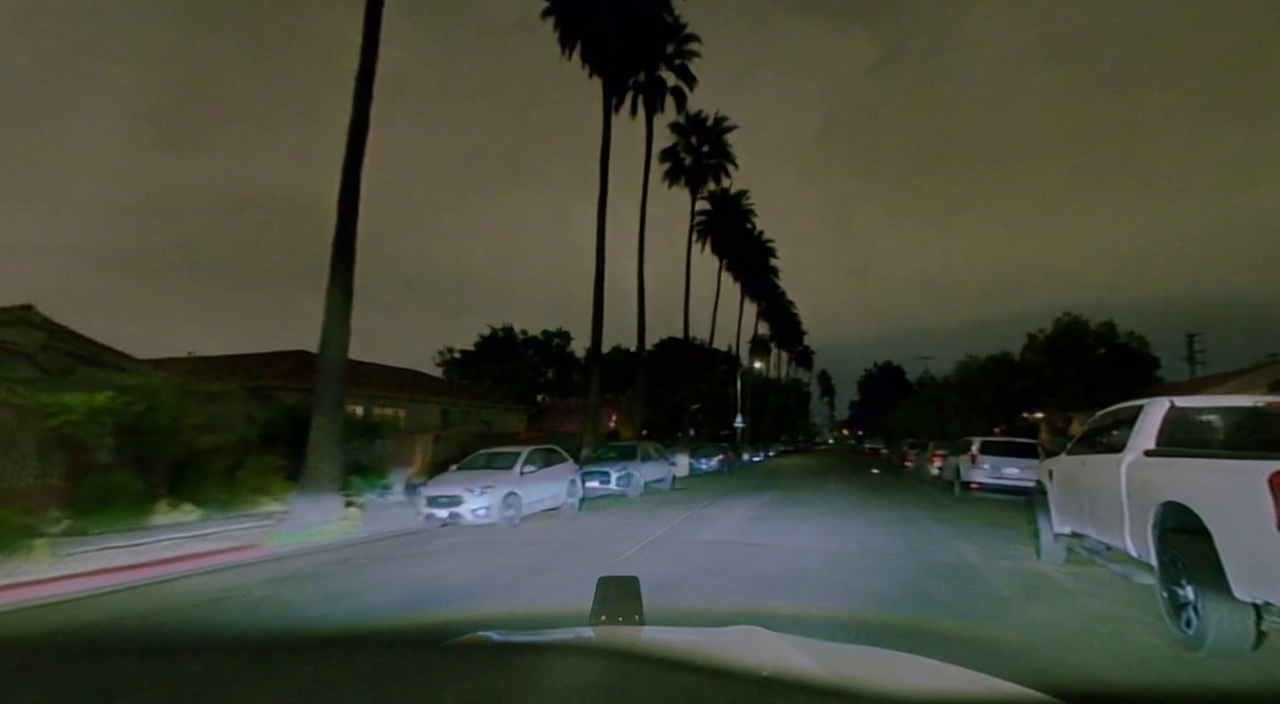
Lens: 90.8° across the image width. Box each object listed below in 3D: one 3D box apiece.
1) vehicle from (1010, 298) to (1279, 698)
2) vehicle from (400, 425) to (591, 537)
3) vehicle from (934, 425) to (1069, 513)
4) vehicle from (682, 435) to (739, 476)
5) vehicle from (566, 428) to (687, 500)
[{"bbox_3d":[5.719,1.145,5.723,2.649,2.232,6.576,-3,-8,18],"label":"vehicle"},{"bbox_3d":[-2.445,2.268,11.794,1.816,1.697,3.777,-3,-8,17],"label":"vehicle"},{"bbox_3d":[9.029,2.902,16.275,1.964,1.889,4.708,-3,-8,17],"label":"vehicle"},{"bbox_3d":[3.523,5.018,30.837,1.947,1.803,4.381,-4,-9,16],"label":"vehicle"},{"bbox_3d":[-0.209,3.292,19.150,2.020,1.819,5.168,-3,-8,18],"label":"vehicle"}]
